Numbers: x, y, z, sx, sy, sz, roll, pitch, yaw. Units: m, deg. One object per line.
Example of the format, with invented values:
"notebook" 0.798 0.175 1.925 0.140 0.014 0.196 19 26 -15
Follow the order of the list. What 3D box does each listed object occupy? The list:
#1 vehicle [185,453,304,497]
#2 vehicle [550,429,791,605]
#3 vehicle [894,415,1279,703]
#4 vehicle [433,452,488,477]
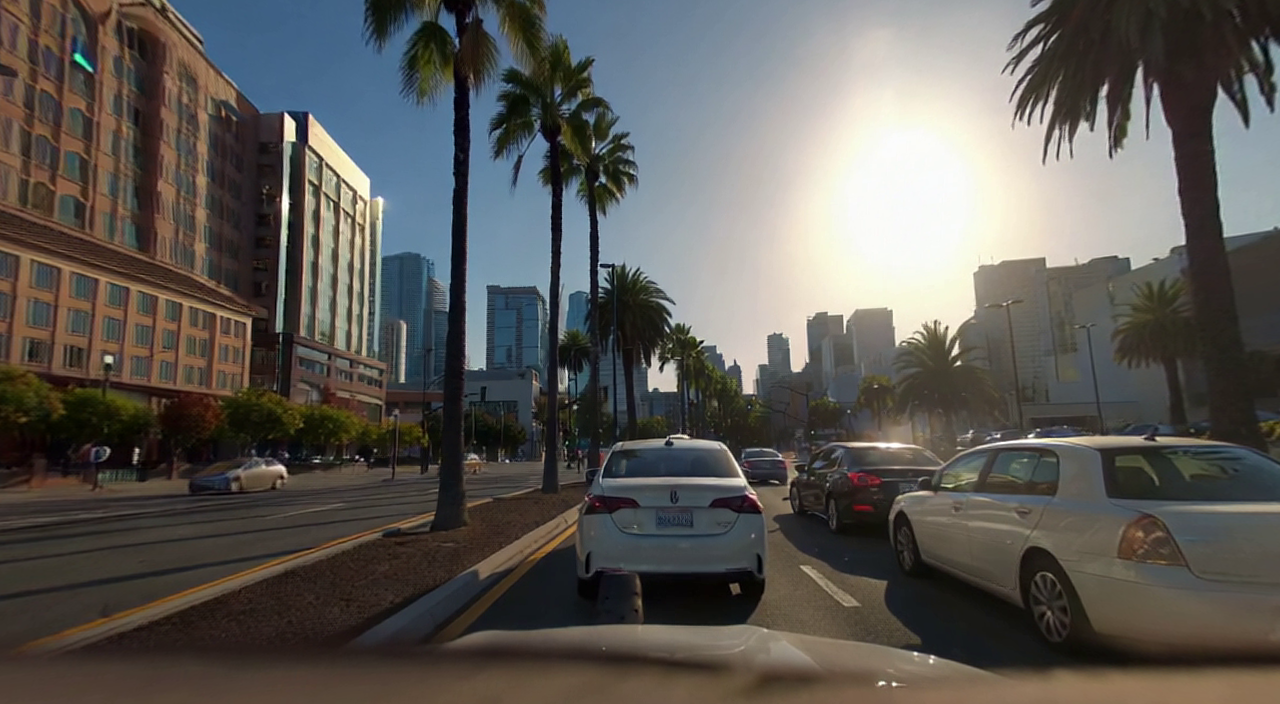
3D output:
"vehicle" -15.873 4.921 25.617 1.801 1.563 4.015 -2 -9 9
"vehicle" 0.308 1.713 7.383 2.078 1.503 3.681 -1 -9 2
"vehicle" 3.640 1.301 4.580 1.913 1.469 4.425 -1 -9 2
"vehicle" -12.796 8.057 45.412 2.078 1.662 4.436 -2 -9 9
